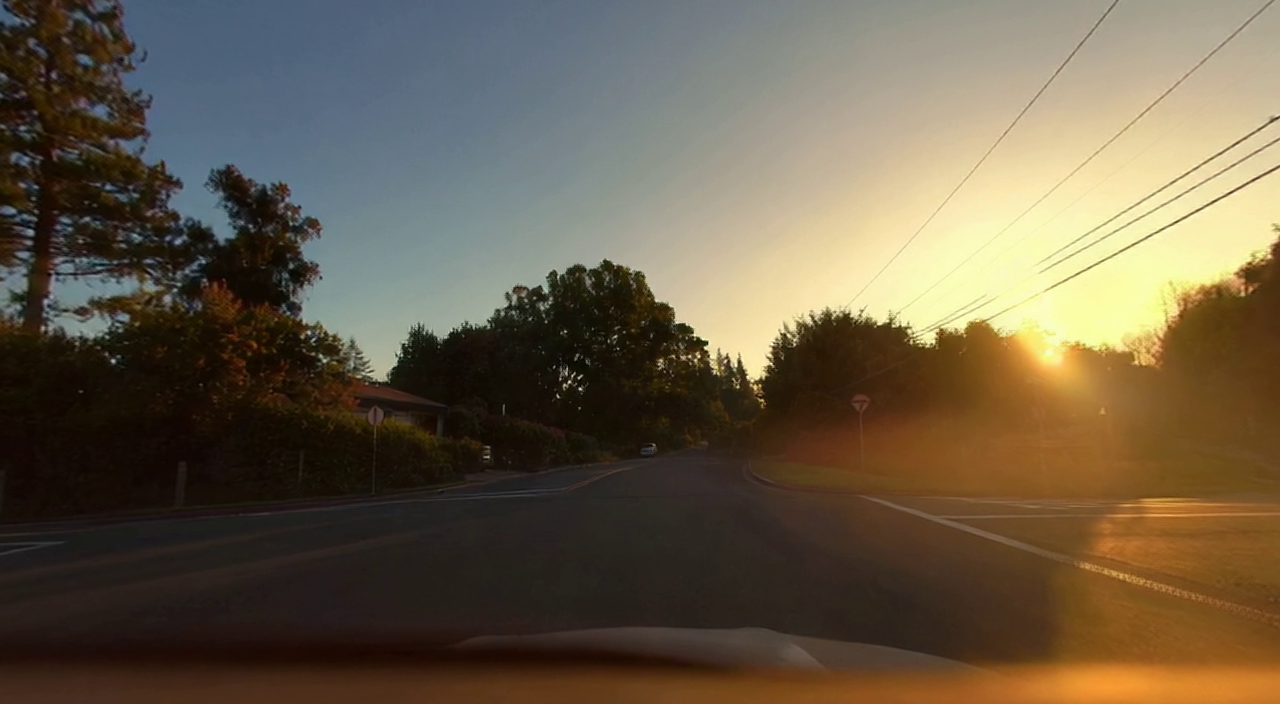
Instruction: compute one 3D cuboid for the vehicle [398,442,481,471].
[{"bbox_3d":[-12.676,6.628,40.074,4.590,1.735,1.973,-1,-9,3],"label":"vehicle"}]
